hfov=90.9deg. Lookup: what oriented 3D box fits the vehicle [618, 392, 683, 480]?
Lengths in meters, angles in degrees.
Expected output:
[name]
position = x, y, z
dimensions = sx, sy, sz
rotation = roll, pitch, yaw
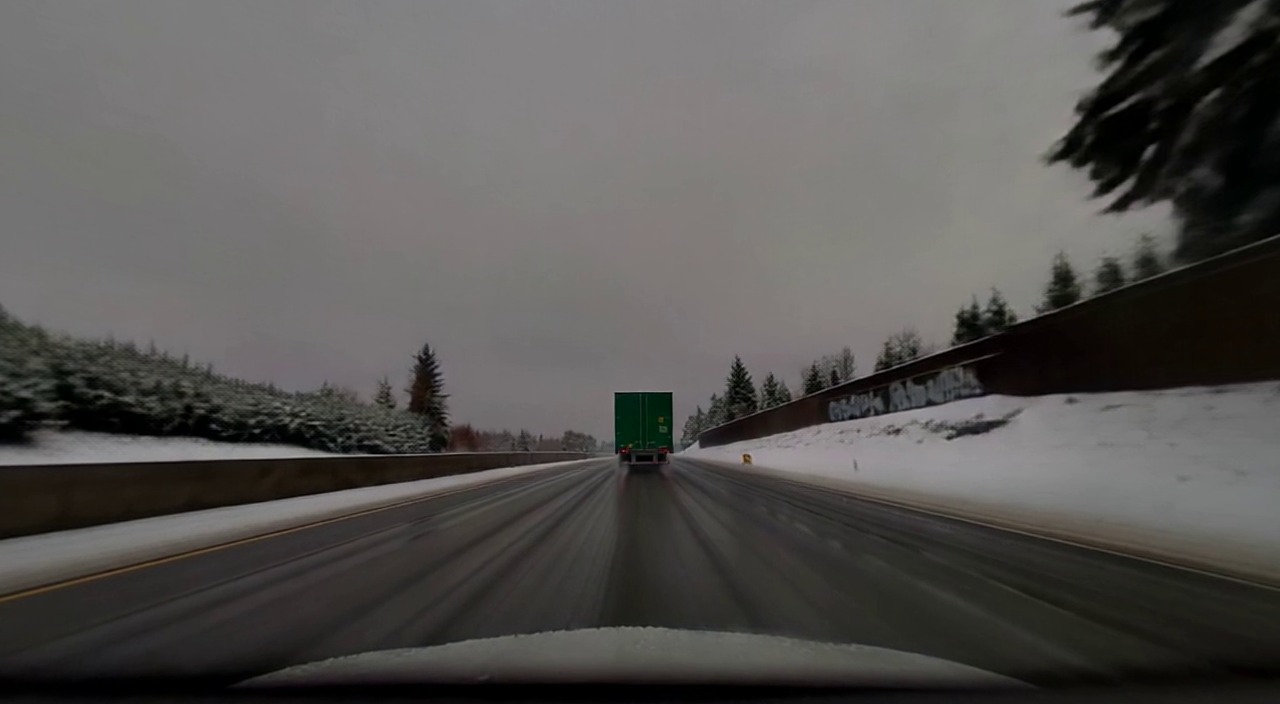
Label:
[vehicle]
position = 0.406, 4.573, 33.644
dimensions = 2.900, 3.955, 10.151
rotation = 0, -9, -1
